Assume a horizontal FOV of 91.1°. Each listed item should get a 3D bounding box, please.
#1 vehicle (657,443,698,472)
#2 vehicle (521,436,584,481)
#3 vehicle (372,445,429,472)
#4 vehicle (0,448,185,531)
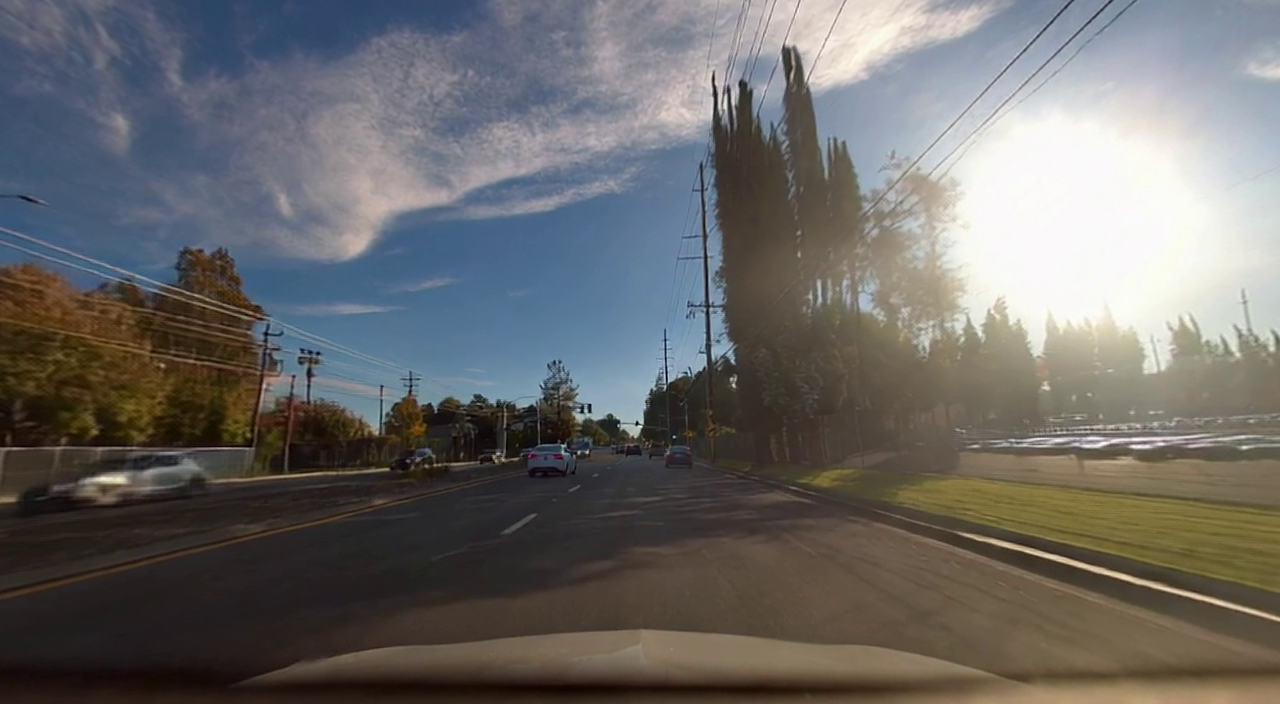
[{"bbox_3d":[2.011,5.805,34.886,2.059,1.486,3.980,0,-8,0],"label":"vehicle"},{"bbox_3d":[-3.569,4.441,26.464,1.950,1.692,4.397,-1,-8,1],"label":"vehicle"},{"bbox_3d":[-16.514,7.344,43.547,2.073,1.715,4.524,0,-8,1],"label":"vehicle"},{"bbox_3d":[-13.092,2.965,14.202,2.028,1.534,4.589,-1,-8,2],"label":"vehicle"}]
